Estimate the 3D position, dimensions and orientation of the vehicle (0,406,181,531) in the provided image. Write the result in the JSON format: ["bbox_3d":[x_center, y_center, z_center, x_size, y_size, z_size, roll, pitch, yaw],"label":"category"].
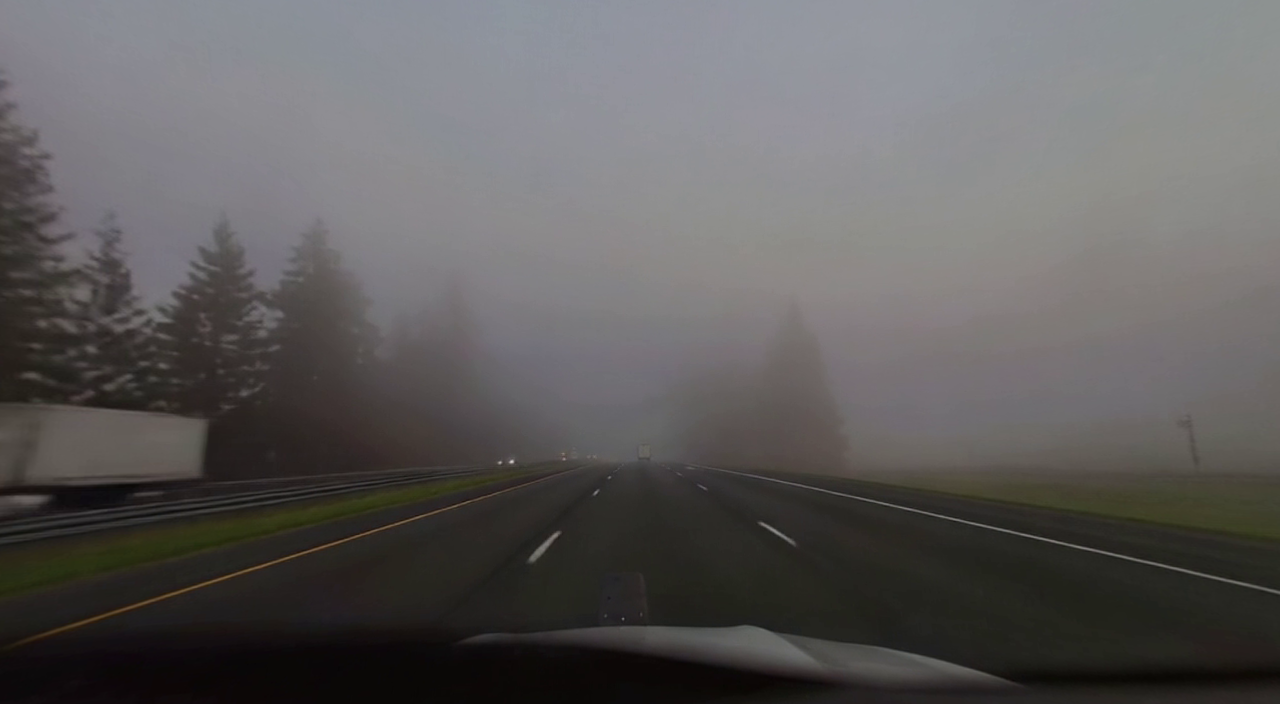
[{"bbox_3d":[-17.034,3.197,17.828,2.536,3.058,7.355,0,-8,0],"label":"vehicle"}]
